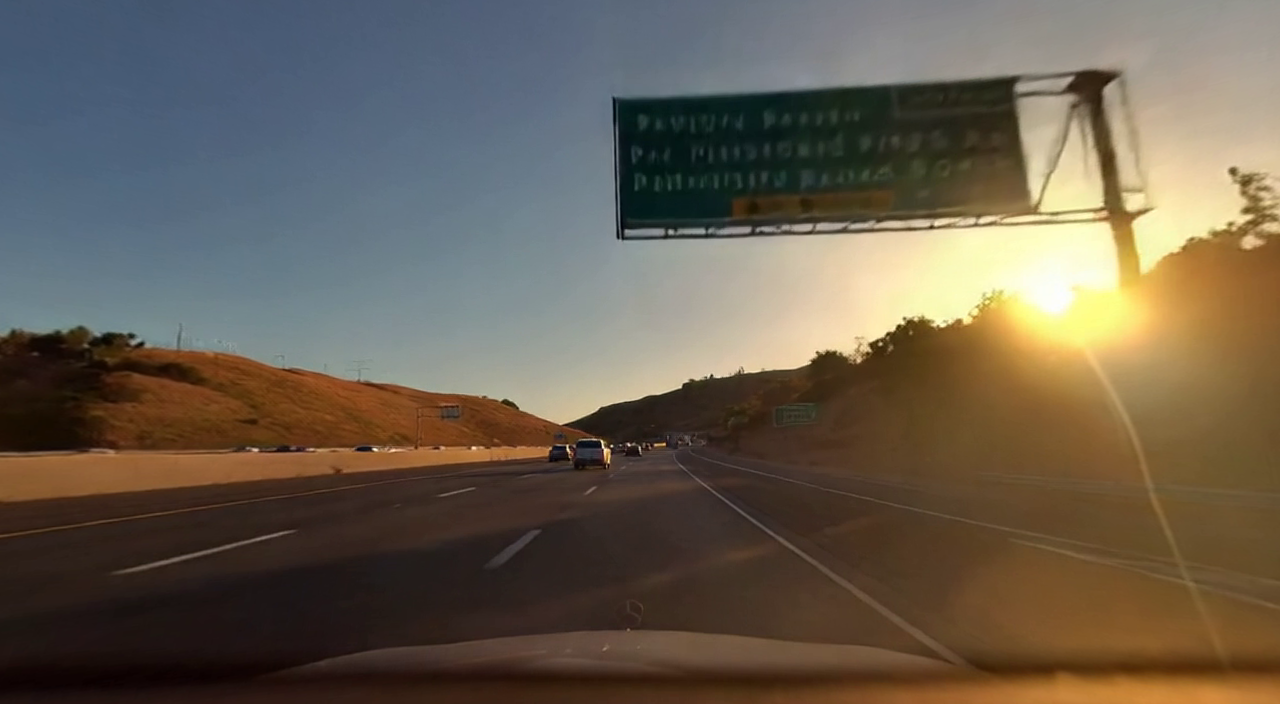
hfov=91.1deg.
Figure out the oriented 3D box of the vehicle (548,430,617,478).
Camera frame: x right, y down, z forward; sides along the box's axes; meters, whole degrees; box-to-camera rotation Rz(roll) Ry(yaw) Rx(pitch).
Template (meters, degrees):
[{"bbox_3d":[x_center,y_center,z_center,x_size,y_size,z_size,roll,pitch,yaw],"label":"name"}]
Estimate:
[{"bbox_3d":[-2.391,4.473,27.698,2.413,1.896,5.218,0,-8,2],"label":"vehicle"}]
